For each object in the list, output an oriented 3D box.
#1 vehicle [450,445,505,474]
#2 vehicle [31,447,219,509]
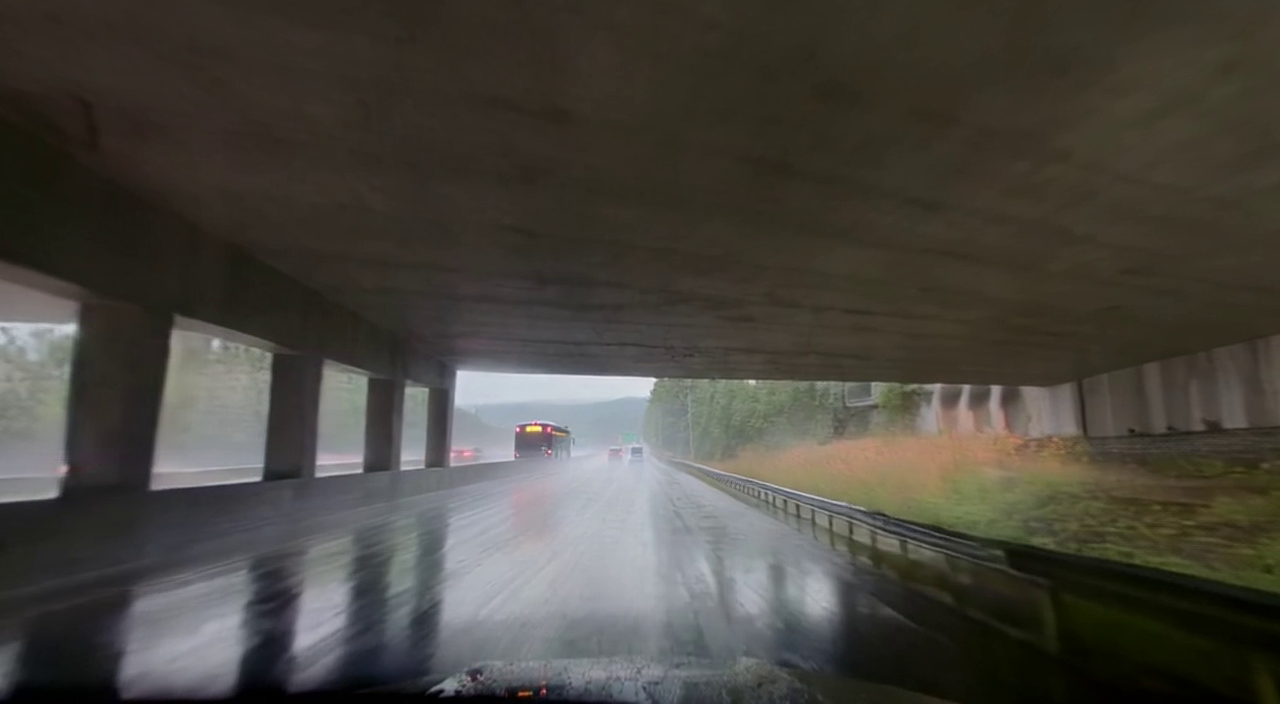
[{"bbox_3d":[-9.510,6.310,37.359,1.979,1.600,4.516,0,-9,1],"label":"vehicle"},{"bbox_3d":[-13.795,3.340,17.249,1.878,1.470,3.825,0,-9,0],"label":"vehicle"}]
